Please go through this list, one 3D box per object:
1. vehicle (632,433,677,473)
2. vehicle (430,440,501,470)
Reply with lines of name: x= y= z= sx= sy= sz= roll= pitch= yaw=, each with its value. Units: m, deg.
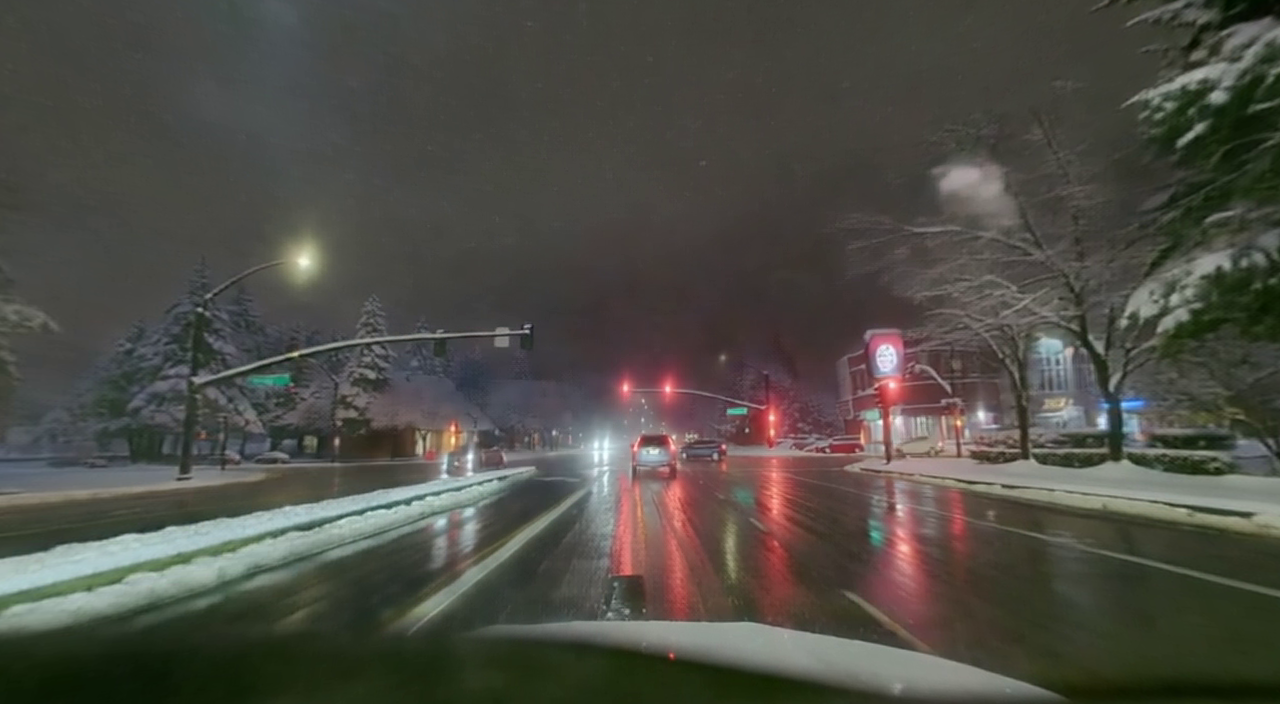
vehicle: x=0.673 y=4.782 z=30.006 sx=1.994 sy=1.759 sz=4.186 roll=0 pitch=-8 yaw=1
vehicle: x=-10.415 y=6.200 z=38.077 sx=1.954 sy=1.673 sz=4.460 roll=-3 pitch=-9 yaw=18
